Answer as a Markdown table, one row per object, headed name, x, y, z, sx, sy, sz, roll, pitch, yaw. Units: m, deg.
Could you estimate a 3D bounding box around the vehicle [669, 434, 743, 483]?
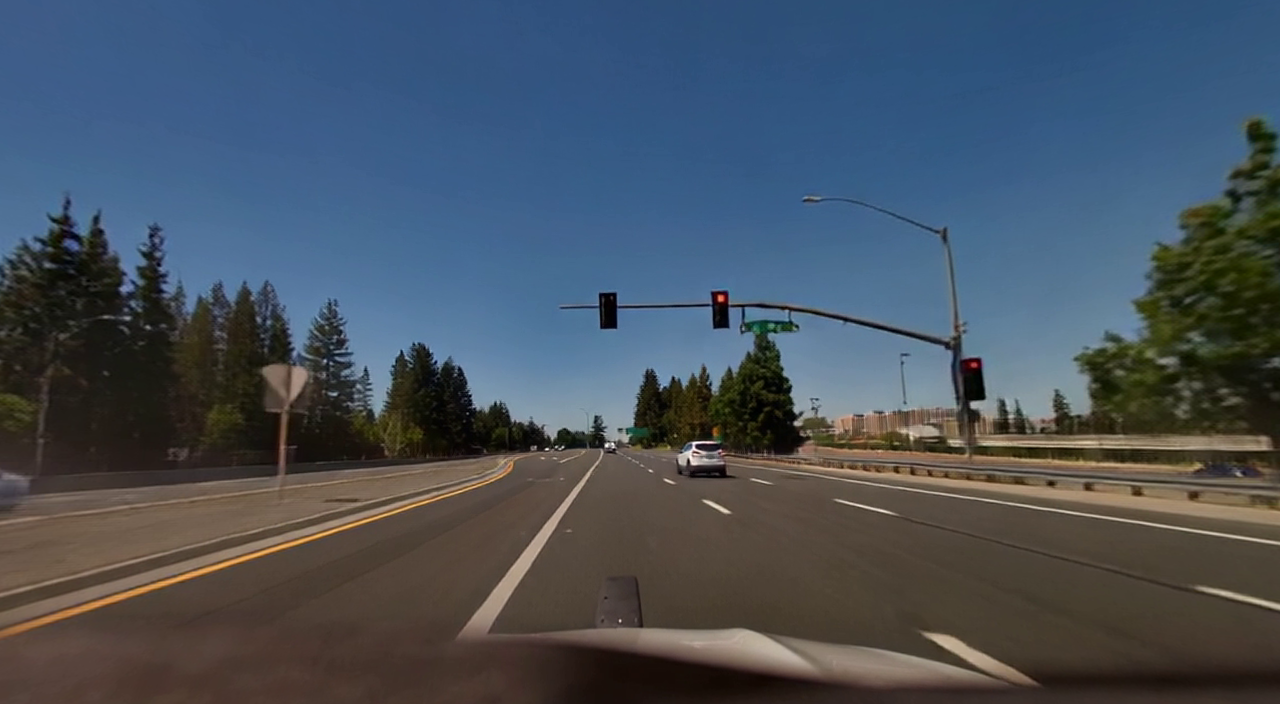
| name | x | y | z | sx | sy | sz | roll | pitch | yaw |
| --- | --- | --- | --- | --- | --- | --- | --- | --- | --- |
| vehicle | 2.446 | 4.098 | 24.523 | 2.066 | 1.683 | 4.675 | 0 | -9 | -4 |
